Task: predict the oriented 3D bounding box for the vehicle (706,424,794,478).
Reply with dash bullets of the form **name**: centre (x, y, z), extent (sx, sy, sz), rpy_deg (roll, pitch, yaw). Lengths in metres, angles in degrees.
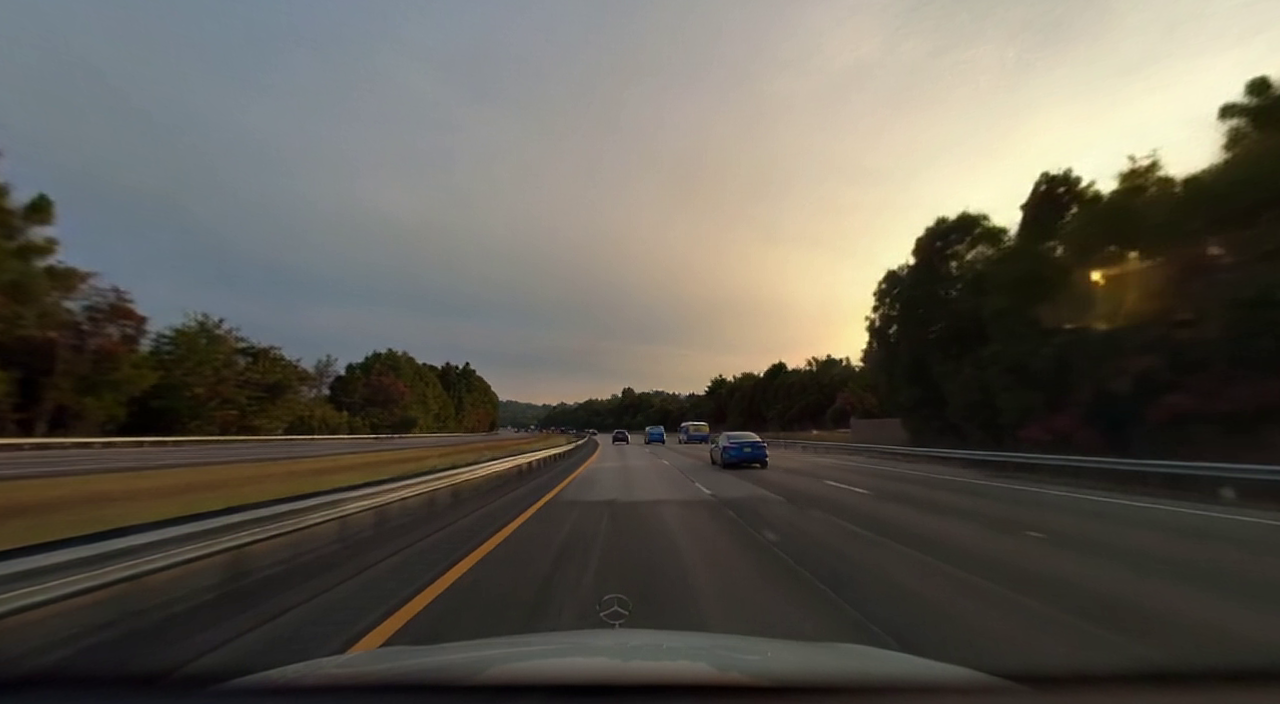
- **vehicle**: centre (3.450, 3.154, 20.465), extent (2.002, 1.569, 3.845), rpy_deg (0, -8, -3)
